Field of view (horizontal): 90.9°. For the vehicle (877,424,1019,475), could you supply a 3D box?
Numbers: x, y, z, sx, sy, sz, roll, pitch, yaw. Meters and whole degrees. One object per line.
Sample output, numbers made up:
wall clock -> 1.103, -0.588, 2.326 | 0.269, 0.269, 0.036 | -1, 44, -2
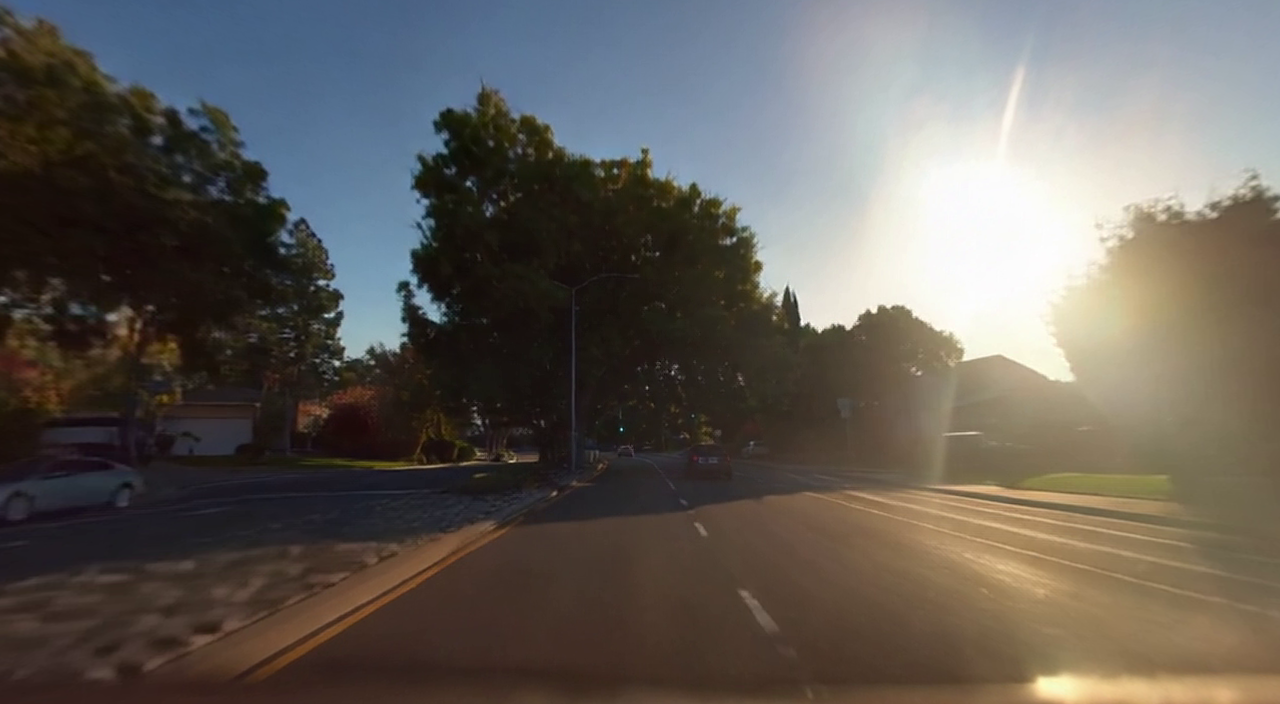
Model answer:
vehicle -> 11.433, 3.642, 23.636 | 4.202, 1.794, 2.063 | 0, -8, 0

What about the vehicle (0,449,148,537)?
vehicle -> -12.199, 2.634, 12.071 | 1.963, 1.524, 4.498 | 0, -8, -1

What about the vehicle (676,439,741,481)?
vehicle -> 2.601, 4.216, 24.860 | 1.960, 1.479, 4.086 | 0, -8, -2
